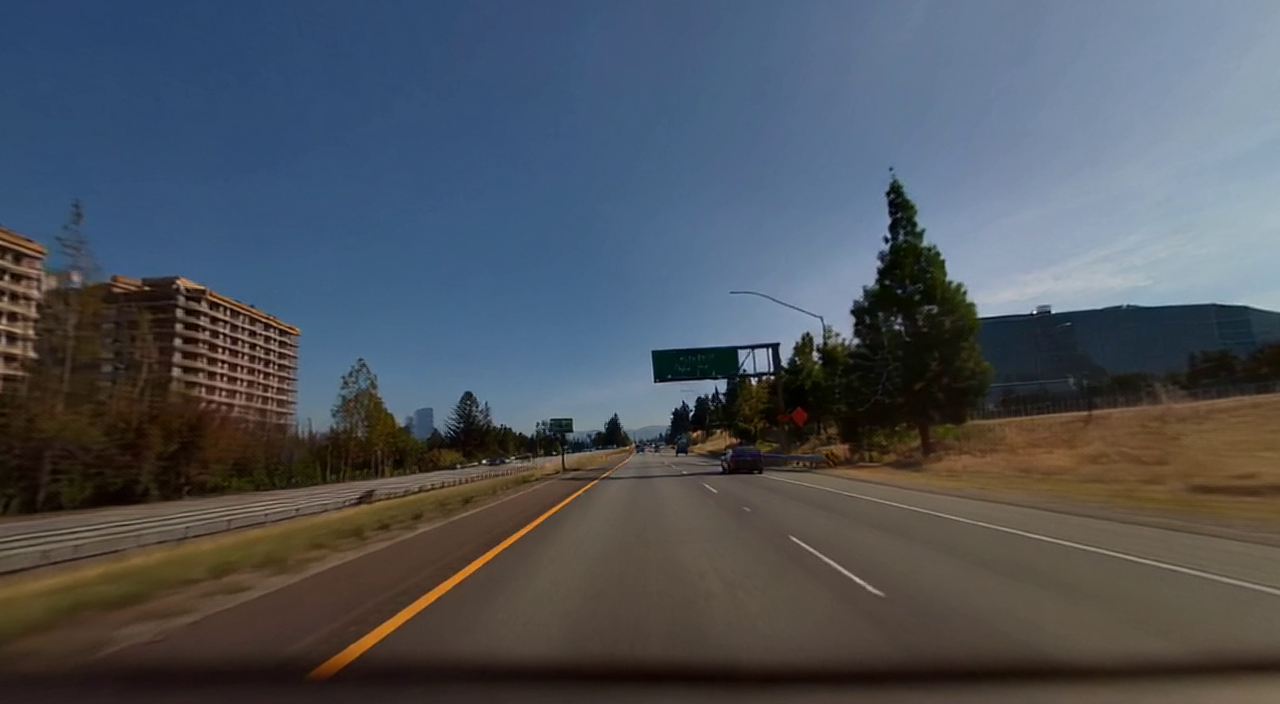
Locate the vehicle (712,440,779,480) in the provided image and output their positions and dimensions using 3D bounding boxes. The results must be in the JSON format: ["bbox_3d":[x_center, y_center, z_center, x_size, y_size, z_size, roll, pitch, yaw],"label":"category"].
[{"bbox_3d":[4.328,4.519,26.620,2.042,1.518,4.477,0,-8,0],"label":"vehicle"}]
